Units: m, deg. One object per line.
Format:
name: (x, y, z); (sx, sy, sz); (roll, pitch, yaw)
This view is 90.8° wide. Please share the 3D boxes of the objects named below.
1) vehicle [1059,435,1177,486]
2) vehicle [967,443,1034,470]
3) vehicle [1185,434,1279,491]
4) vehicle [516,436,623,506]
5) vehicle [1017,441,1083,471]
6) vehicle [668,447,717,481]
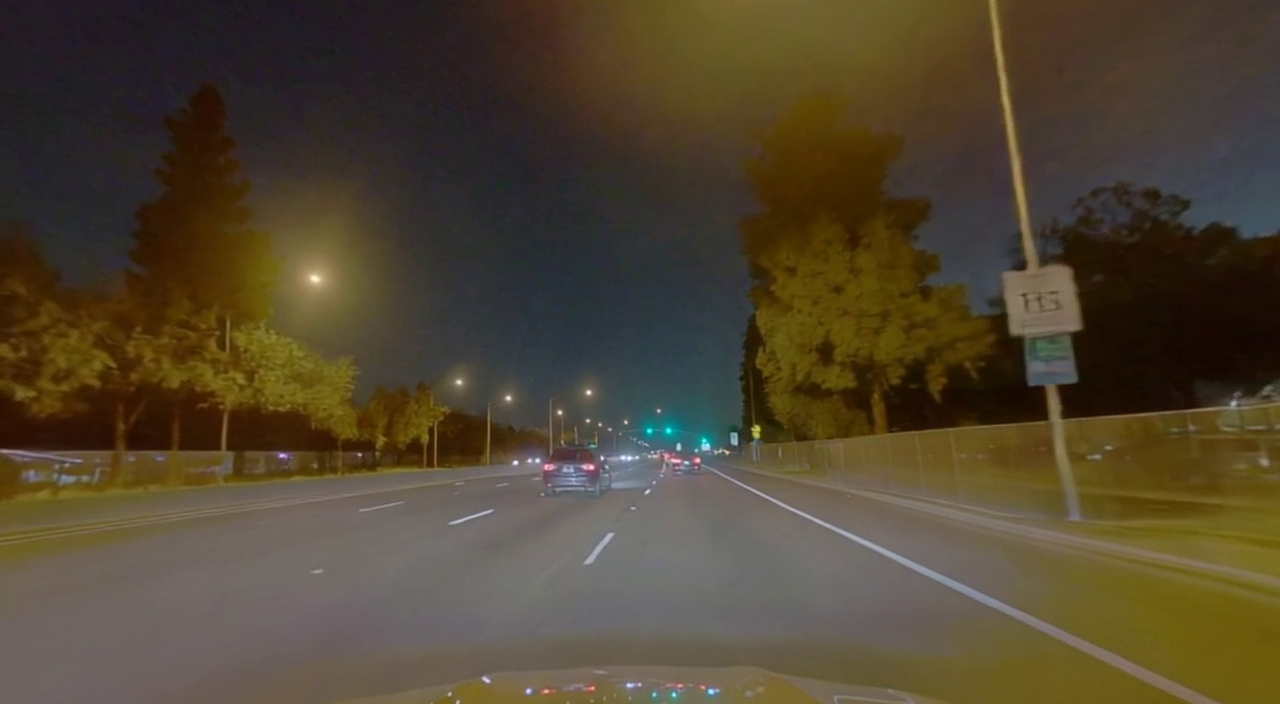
vehicle: (15.725, 3.500, 20.682); (4.830, 1.459, 2.041); (8, -12, -41)
vehicle: (20.940, 6.024, 36.647); (4.404, 1.469, 1.947); (7, -11, -41)
vehicle: (17.170, 3.101, 18.008); (2.131, 1.437, 4.325); (-8, -12, 43)
vehicle: (-1.770, 3.246, 17.665); (2.105, 1.676, 4.541); (-1, -9, 5)
vehicle: (22.849, 5.754, 35.106); (2.039, 1.440, 4.655); (-13, -14, 43)
vehicle: (2.504, 5.291, 30.161); (2.147, 1.474, 4.083); (-1, -9, 4)
